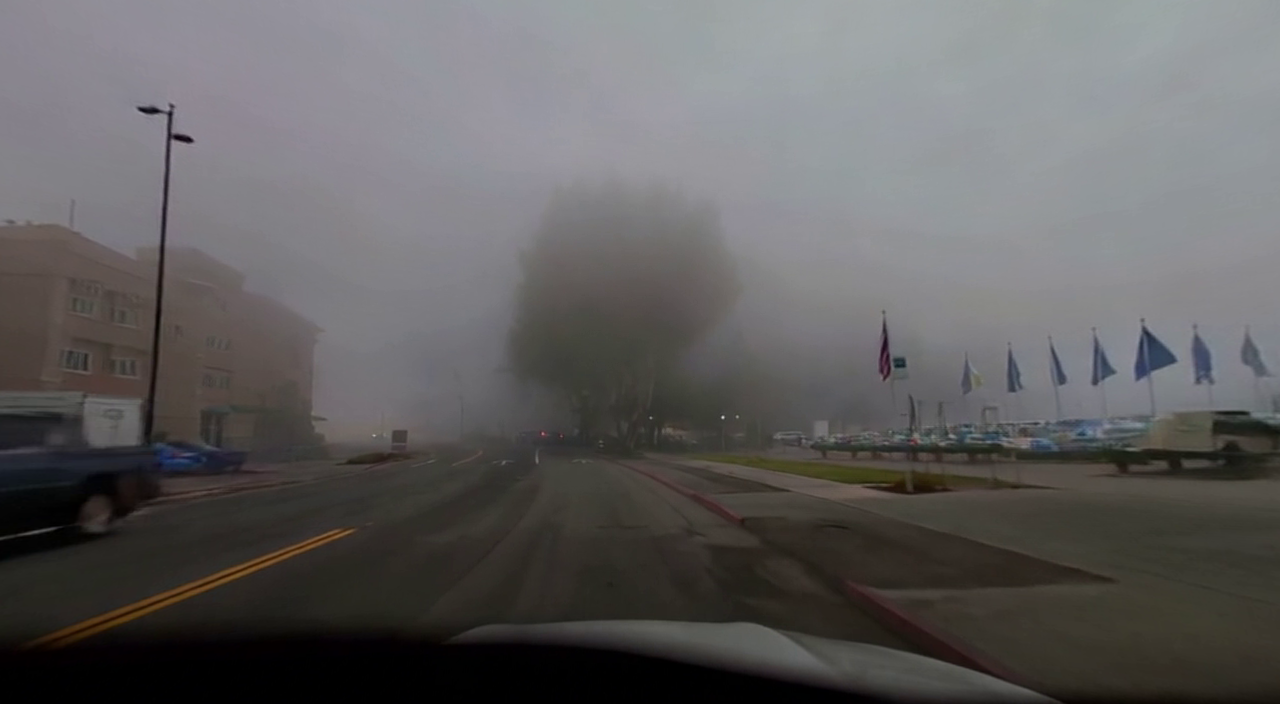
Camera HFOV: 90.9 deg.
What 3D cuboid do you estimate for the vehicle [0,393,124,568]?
[{"bbox_3d":[-7.880,1.324,6.305,2.026,1.882,4.277,1,-8,-5],"label":"vehicle"}]

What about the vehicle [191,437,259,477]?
[{"bbox_3d":[-17.736,4.447,27.065,1.778,1.584,2.802,3,-8,-20],"label":"vehicle"}]

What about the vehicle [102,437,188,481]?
[{"bbox_3d":[-20.395,4.355,26.146,1.907,1.642,4.020,4,-9,-26],"label":"vehicle"}]
